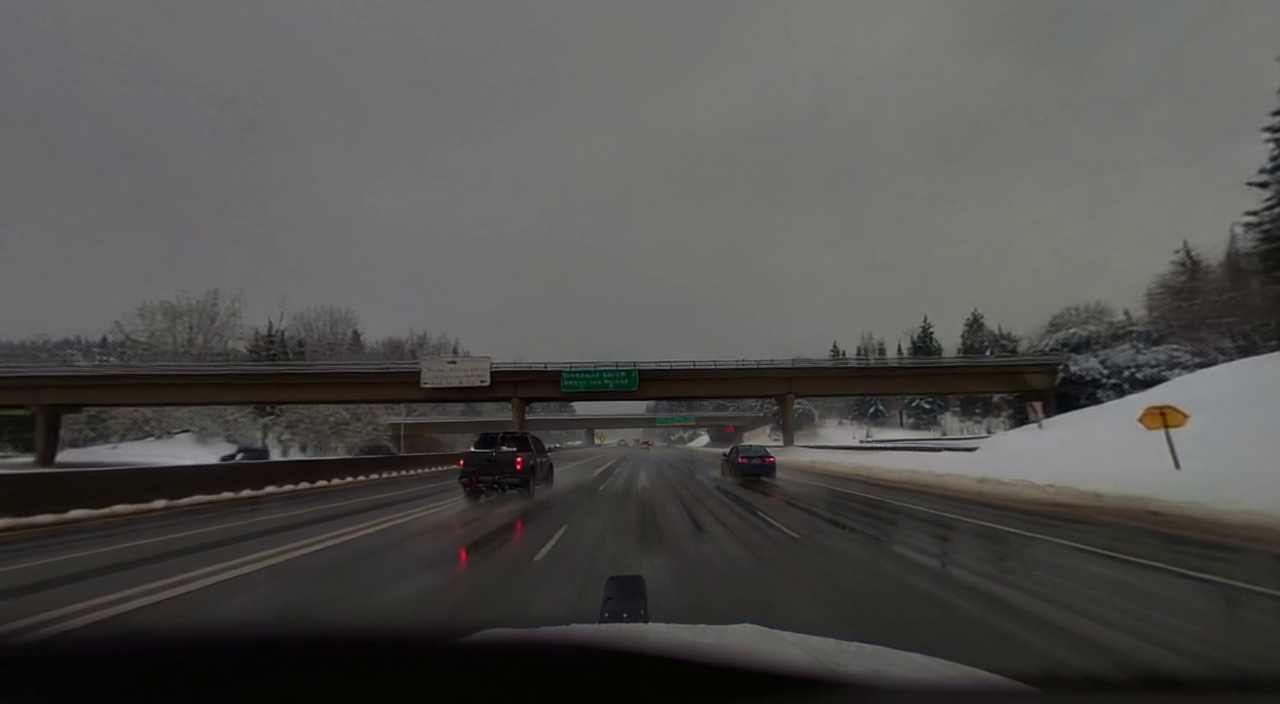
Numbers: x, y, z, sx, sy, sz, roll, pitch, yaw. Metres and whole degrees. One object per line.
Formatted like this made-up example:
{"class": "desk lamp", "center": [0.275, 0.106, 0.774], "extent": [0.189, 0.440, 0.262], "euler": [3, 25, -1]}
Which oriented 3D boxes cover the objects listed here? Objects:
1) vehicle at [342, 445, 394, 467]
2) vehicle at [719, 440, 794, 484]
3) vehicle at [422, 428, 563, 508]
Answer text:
{"class": "vehicle", "center": [-21.043, 8.060, 48.983], "extent": [1.989, 1.568, 4.593], "euler": [0, -8, 1]}
{"class": "vehicle", "center": [4.212, 4.035, 23.475], "extent": [1.908, 1.483, 4.259], "euler": [0, -8, -1]}
{"class": "vehicle", "center": [-3.505, 2.876, 16.147], "extent": [2.259, 1.706, 4.924], "euler": [0, -8, 2]}
